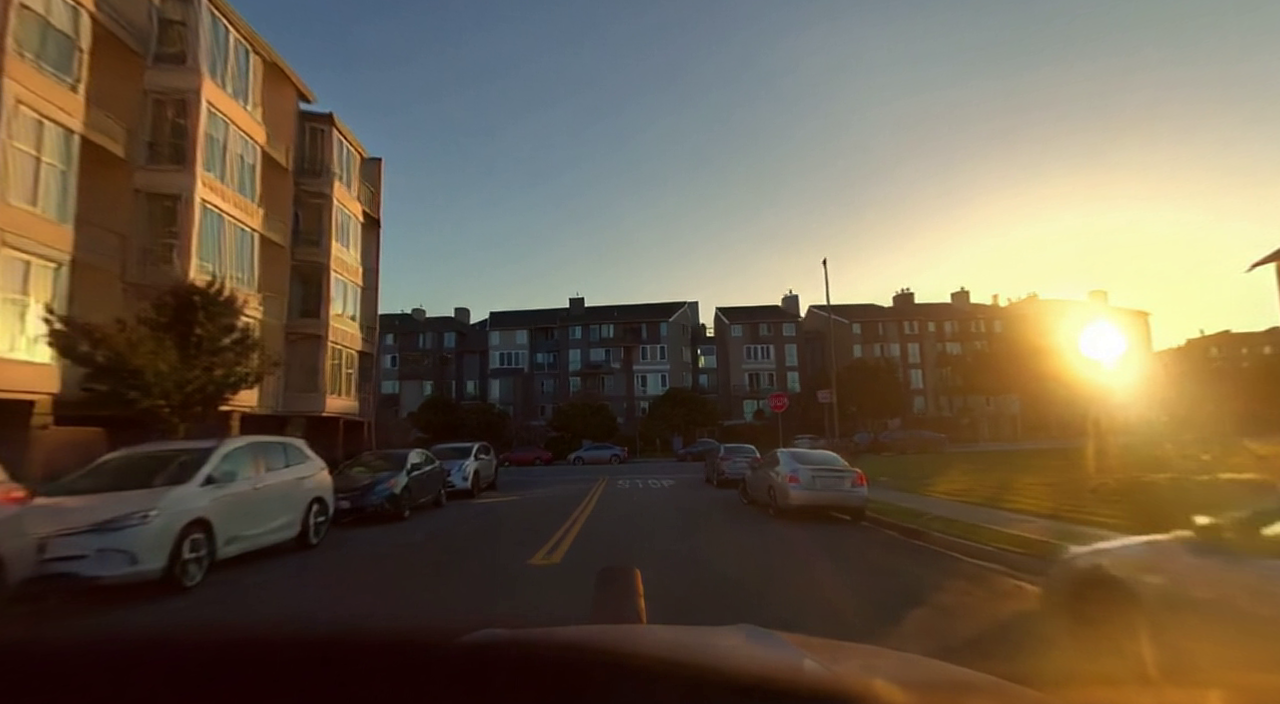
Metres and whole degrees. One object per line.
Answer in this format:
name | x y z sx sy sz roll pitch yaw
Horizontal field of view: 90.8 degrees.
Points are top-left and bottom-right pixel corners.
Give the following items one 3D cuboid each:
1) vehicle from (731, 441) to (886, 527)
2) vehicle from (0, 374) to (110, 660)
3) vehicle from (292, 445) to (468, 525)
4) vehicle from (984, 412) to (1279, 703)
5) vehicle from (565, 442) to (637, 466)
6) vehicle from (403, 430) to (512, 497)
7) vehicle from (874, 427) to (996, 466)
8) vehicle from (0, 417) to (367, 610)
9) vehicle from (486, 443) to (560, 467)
vehicle | 3.280 2.652 13.330 1.919 1.490 4.339 0 -9 -2
vehicle | -5.468 0.914 2.852 2.216 1.953 4.553 0 -8 -2
vehicle | -5.589 2.877 14.368 2.129 1.505 4.510 0 -8 -1
vehicle | 3.368 0.900 1.843 2.008 1.479 4.622 0 -8 -2
vehicle | -2.453 6.502 40.347 4.489 1.470 1.776 1 -9 -3
vehicle | -5.825 3.640 21.128 2.208 1.903 6.040 1 -8 -4
vehicle | 14.943 4.820 32.192 5.190 1.855 2.100 1 -8 -5
vehicle | -5.582 1.842 8.231 2.075 1.774 4.596 0 -8 -2
vehicle | -7.346 6.544 40.049 4.423 1.449 1.813 1 -9 -5
